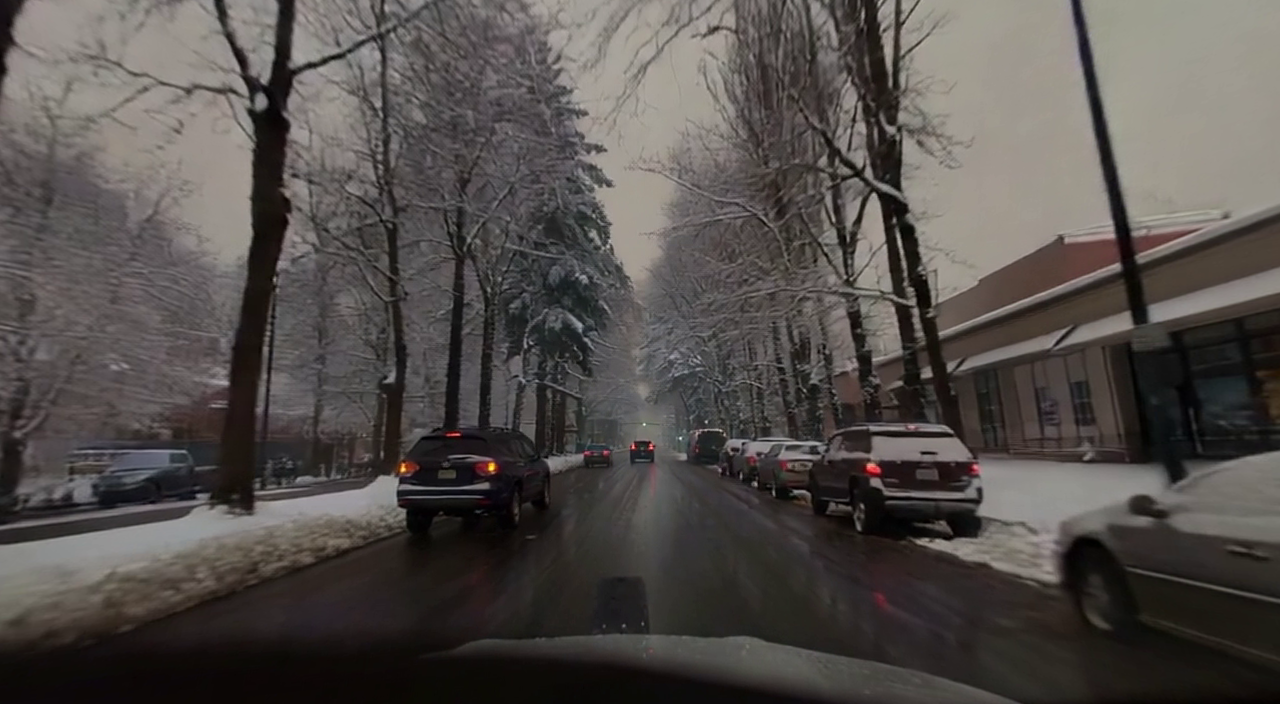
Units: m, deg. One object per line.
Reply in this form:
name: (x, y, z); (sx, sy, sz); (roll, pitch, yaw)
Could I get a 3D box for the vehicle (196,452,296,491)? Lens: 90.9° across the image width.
vehicle: (-18.815, 5.680, 30.391); (1.934, 1.673, 4.250); (0, -8, 2)

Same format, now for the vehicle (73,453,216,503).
vehicle: (-18.982, 4.797, 24.478); (1.856, 1.674, 4.475); (0, -8, 1)

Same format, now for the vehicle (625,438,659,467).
vehicle: (0.174, 6.487, 40.972); (2.075, 1.770, 4.018); (0, -8, 1)

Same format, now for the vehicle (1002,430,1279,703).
vehicle: (4.291, 1.156, 3.298); (1.898, 1.473, 4.709); (0, -8, -1)

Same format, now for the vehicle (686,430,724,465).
vehicle: (4.684, 7.014, 46.247); (2.265, 2.367, 5.235); (0, -9, 0)

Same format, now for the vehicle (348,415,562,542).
vehicle: (-2.811, 2.069, 10.998); (2.186, 1.708, 4.746); (0, -8, 1)

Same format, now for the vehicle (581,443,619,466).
vehicle: (-2.717, 7.019, 43.360); (2.151, 1.484, 4.468); (0, -8, 2)

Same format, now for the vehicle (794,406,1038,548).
vehicle: (4.345, 2.056, 11.040); (2.079, 1.910, 4.855); (0, -9, 0)
